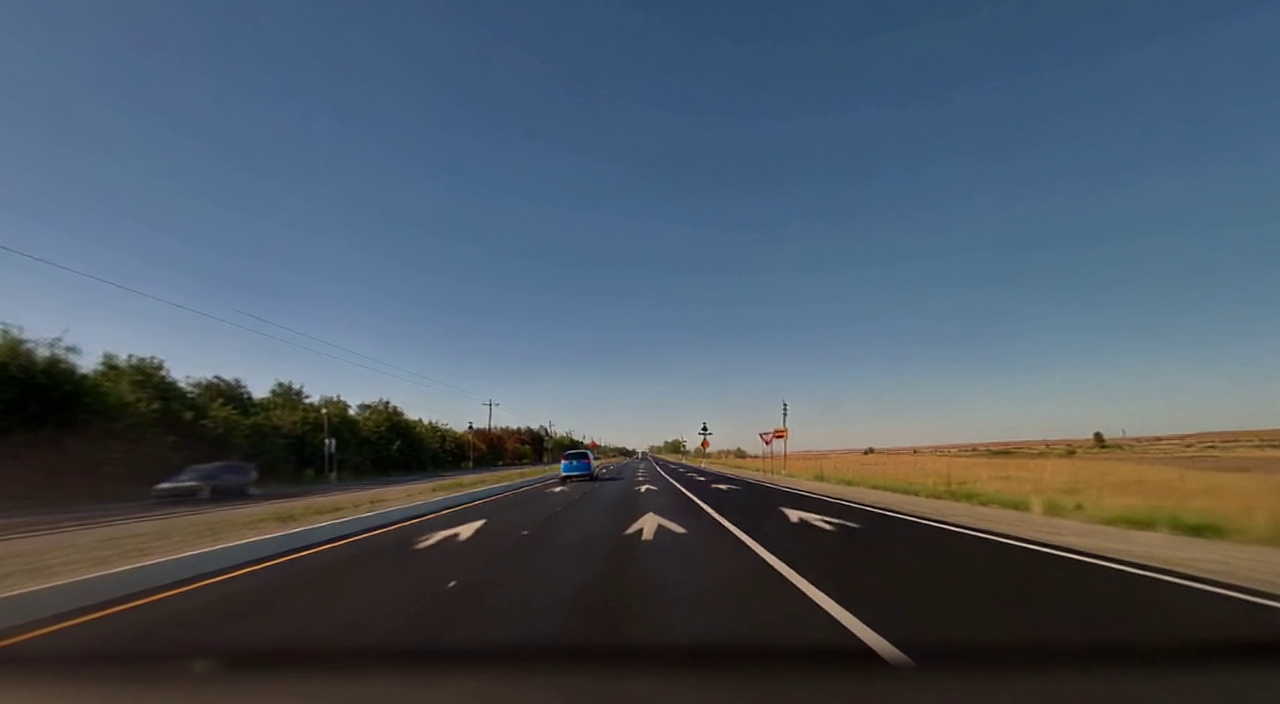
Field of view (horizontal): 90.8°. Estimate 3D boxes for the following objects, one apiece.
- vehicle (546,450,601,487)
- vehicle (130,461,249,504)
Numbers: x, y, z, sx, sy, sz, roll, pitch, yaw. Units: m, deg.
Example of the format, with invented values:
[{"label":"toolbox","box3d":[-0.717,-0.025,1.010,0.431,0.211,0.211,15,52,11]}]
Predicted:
[{"label":"vehicle","box3d":[-3.133,5.618,30.671,2.053,1.647,4.252,-1,-9,2]},{"label":"vehicle","box3d":[-16.944,4.908,23.967,1.719,1.419,3.715,0,-9,1]}]
